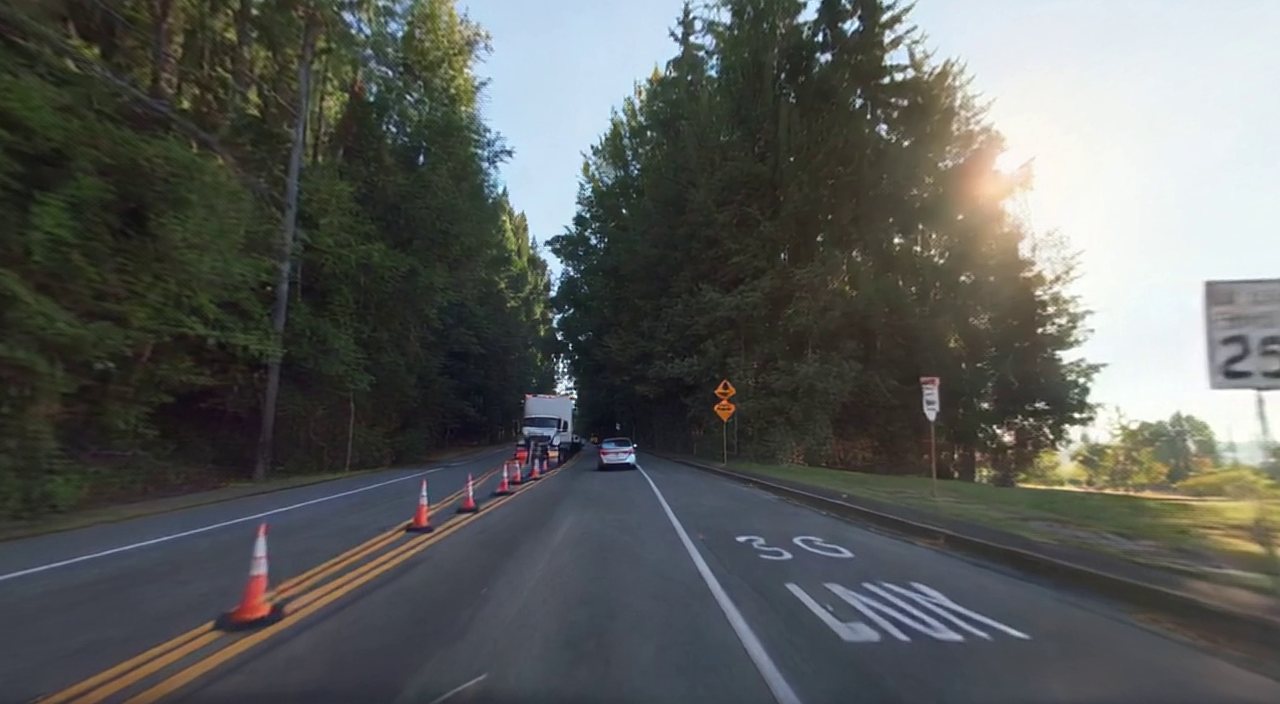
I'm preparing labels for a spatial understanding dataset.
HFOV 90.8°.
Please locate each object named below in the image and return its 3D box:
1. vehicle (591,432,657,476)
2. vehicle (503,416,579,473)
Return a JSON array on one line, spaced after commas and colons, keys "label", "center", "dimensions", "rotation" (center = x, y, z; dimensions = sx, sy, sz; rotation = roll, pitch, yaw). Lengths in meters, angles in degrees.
[{"label": "vehicle", "center": [-0.619, 3.722, 23.325], "dimensions": [2.186, 1.463, 4.356], "rotation": [0, -8, -2]}, {"label": "vehicle", "center": [-3.897, 3.783, 25.864], "dimensions": [2.671, 2.053, 6.074], "rotation": [1, -8, -6]}]
